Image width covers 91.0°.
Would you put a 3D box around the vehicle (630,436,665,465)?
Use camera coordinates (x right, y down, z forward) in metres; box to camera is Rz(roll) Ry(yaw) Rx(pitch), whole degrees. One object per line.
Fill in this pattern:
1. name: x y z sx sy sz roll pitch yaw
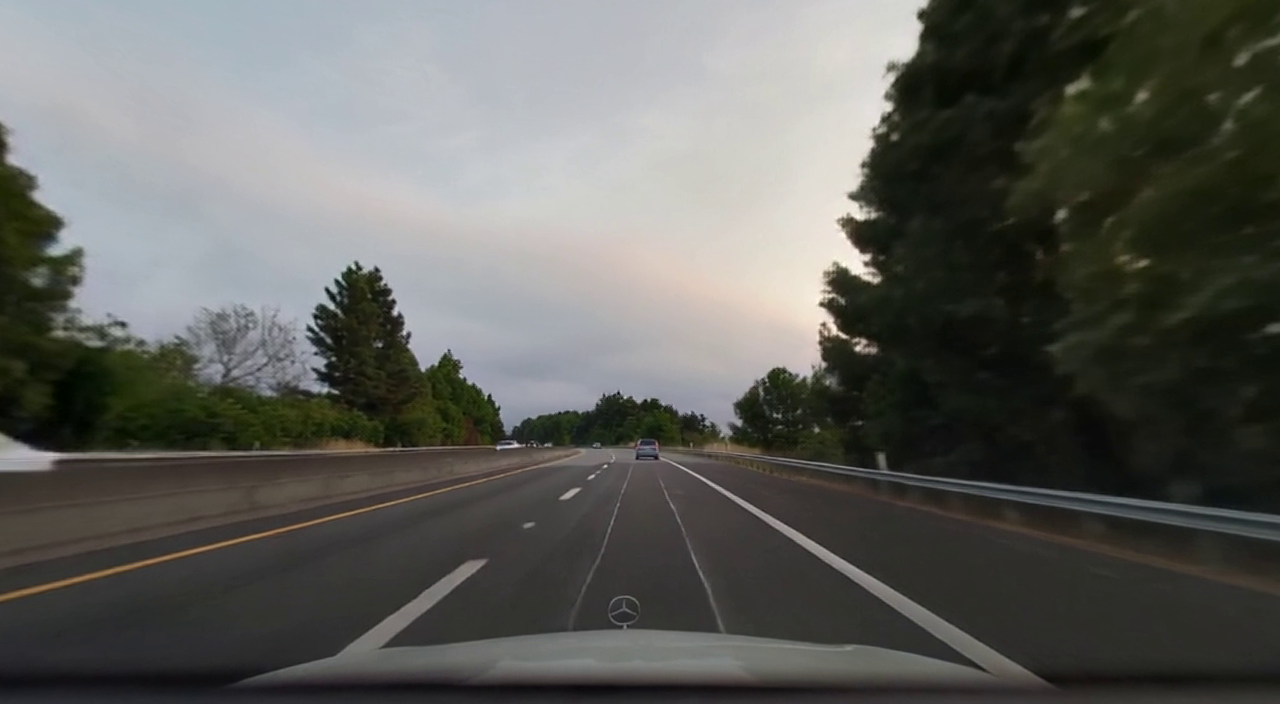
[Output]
1. vehicle: 0.426 6.397 40.997 2.079 1.729 4.380 0 -8 -2
